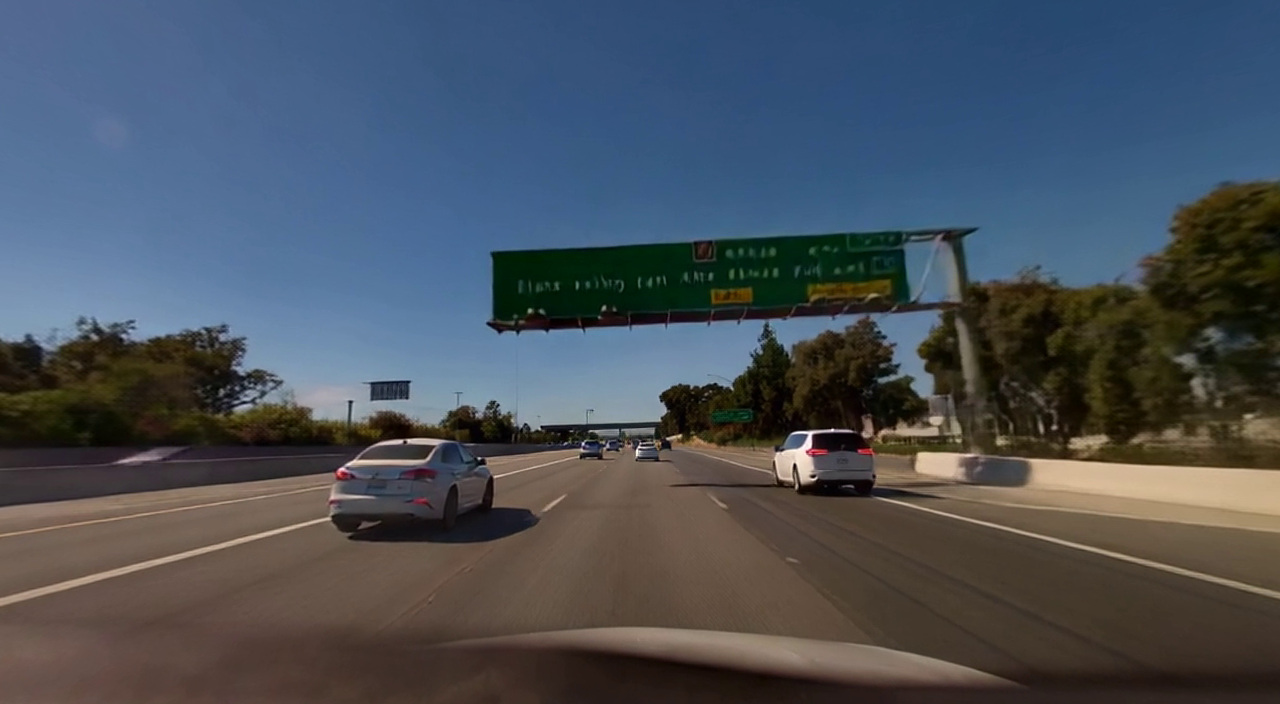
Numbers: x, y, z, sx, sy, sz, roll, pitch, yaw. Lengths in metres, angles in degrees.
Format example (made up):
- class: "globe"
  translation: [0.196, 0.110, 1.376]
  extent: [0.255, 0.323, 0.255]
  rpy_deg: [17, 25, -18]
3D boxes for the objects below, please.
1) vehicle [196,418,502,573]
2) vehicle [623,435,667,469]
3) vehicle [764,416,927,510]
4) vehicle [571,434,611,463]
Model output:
- class: "vehicle"
  translation: [-3.487, 1.792, 8.746]
  extent: [2.066, 1.561, 4.495]
  rpy_deg: [0, -8, 1]
- class: "vehicle"
  translation: [0.278, 4.975, 31.426]
  extent: [2.049, 1.542, 3.816]
  rpy_deg: [0, -8, 1]
- class: "vehicle"
  translation: [4.210, 2.343, 13.731]
  extent: [2.025, 1.707, 4.279]
  rpy_deg: [0, -8, -1]
- class: "vehicle"
  translation: [-2.956, 5.972, 38.892]
  extent: [2.044, 1.682, 4.201]
  rpy_deg: [0, -8, 2]
